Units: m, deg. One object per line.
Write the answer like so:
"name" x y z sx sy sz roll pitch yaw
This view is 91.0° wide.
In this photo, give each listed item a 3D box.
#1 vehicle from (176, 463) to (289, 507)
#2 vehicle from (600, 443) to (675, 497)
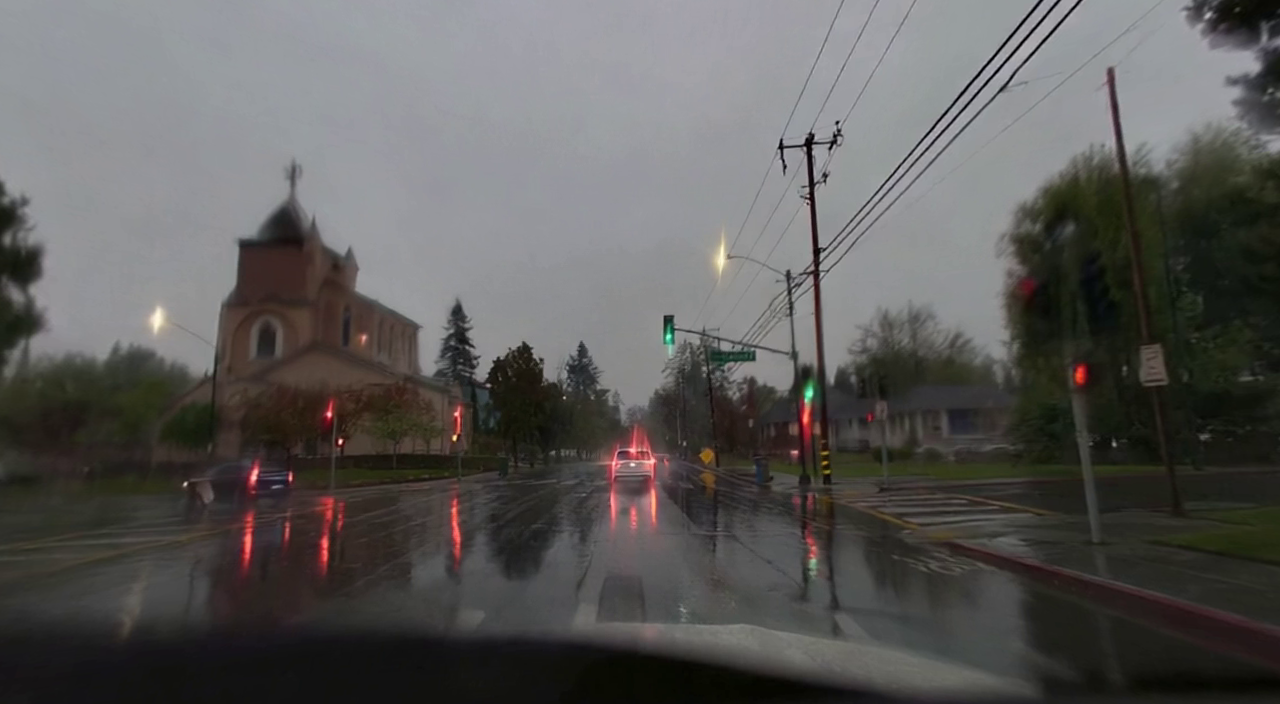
"vehicle" -15.730 5.066 24.305 3.578 1.488 1.930 -4 -10 25
"vehicle" -0.103 3.601 19.604 2.093 1.497 4.010 0 -9 -1
